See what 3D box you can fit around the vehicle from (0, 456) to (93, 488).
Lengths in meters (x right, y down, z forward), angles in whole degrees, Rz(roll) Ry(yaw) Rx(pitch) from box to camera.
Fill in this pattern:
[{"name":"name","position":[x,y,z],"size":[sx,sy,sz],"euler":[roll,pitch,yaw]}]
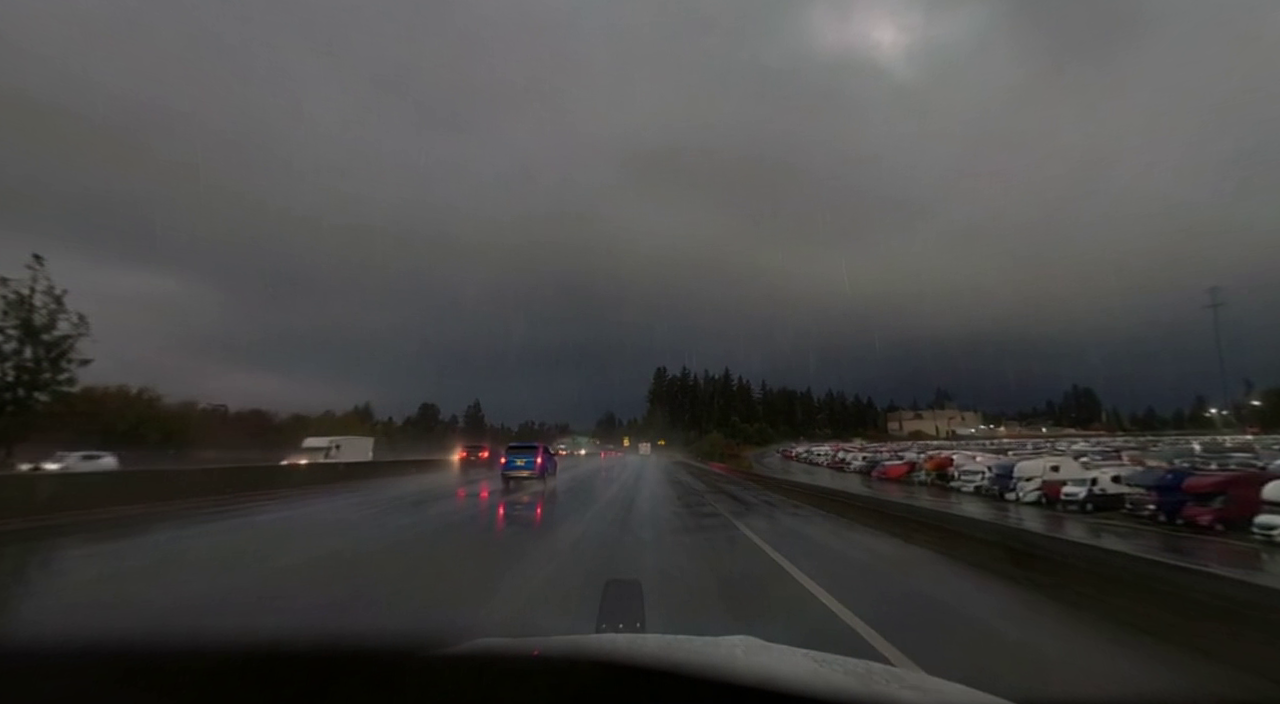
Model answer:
[{"name":"vehicle","position":[-33.274,6.542,34.682],"size":[1.869,1.517,4.794],"euler":[0,-9,1]}]

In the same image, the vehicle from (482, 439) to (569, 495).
[{"name":"vehicle","position":[-3.754,3.853,21.445],"size":[2.070,1.665,4.213],"euler":[0,-9,2]}]

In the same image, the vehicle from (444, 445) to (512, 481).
[{"name":"vehicle","position":[-7.496,5.161,29.647],"size":[1.991,1.538,4.360],"euler":[0,-9,1]}]
